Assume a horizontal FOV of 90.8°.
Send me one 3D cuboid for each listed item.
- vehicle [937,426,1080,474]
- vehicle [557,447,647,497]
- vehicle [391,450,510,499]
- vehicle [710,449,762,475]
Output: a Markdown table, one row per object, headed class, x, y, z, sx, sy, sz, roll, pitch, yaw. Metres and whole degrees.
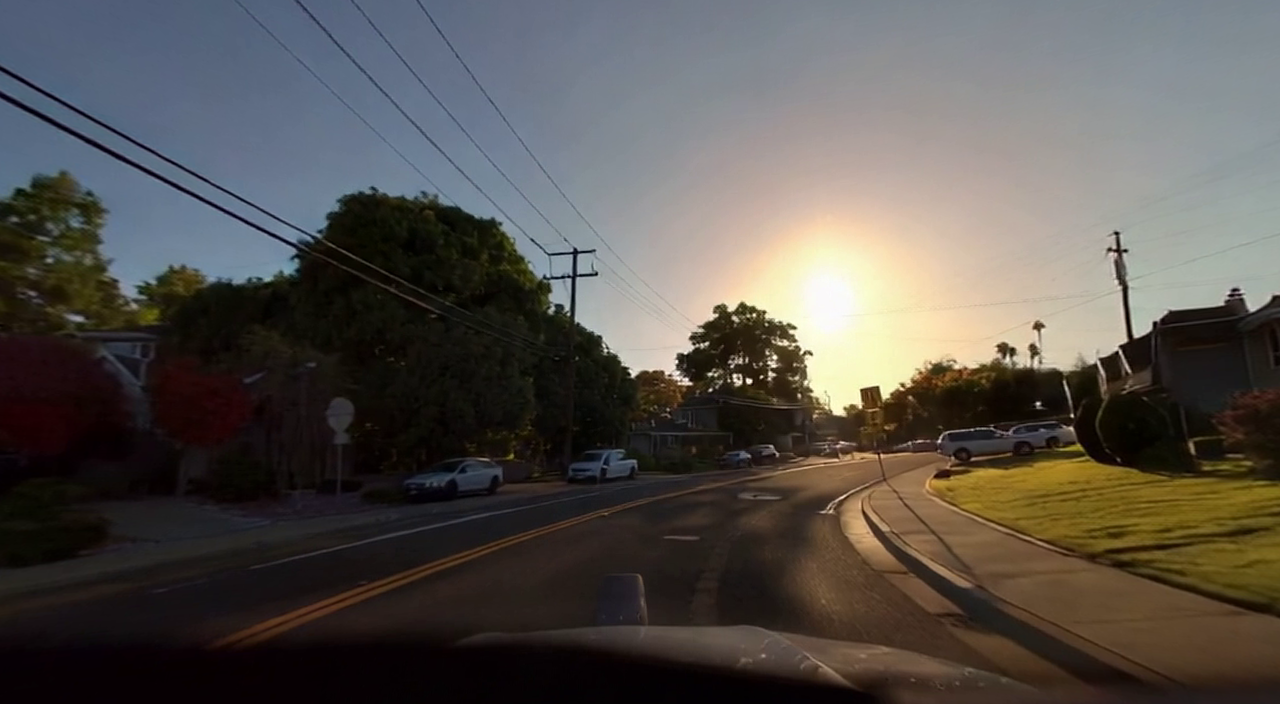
| class | x | y | z | sx | sy | sz | roll | pitch | yaw |
| --- | --- | --- | --- | --- | --- | --- | --- | --- | --- |
| vehicle | 13.529 | 3.634 | 23.544 | 4.339 | 1.668 | 1.812 | -4 | -9 | 24 |
| vehicle | -1.468 | 5.006 | 26.065 | 2.056 | 1.726 | 4.463 | -8 | -14 | 19 |
| vehicle | -7.845 | 4.937 | 25.975 | 4.758 | 1.802 | 2.155 | -6 | -11 | 35 |
| vehicle | 6.124 | 7.028 | 40.135 | 1.971 | 1.539 | 4.110 | -6 | -13 | 27 |
